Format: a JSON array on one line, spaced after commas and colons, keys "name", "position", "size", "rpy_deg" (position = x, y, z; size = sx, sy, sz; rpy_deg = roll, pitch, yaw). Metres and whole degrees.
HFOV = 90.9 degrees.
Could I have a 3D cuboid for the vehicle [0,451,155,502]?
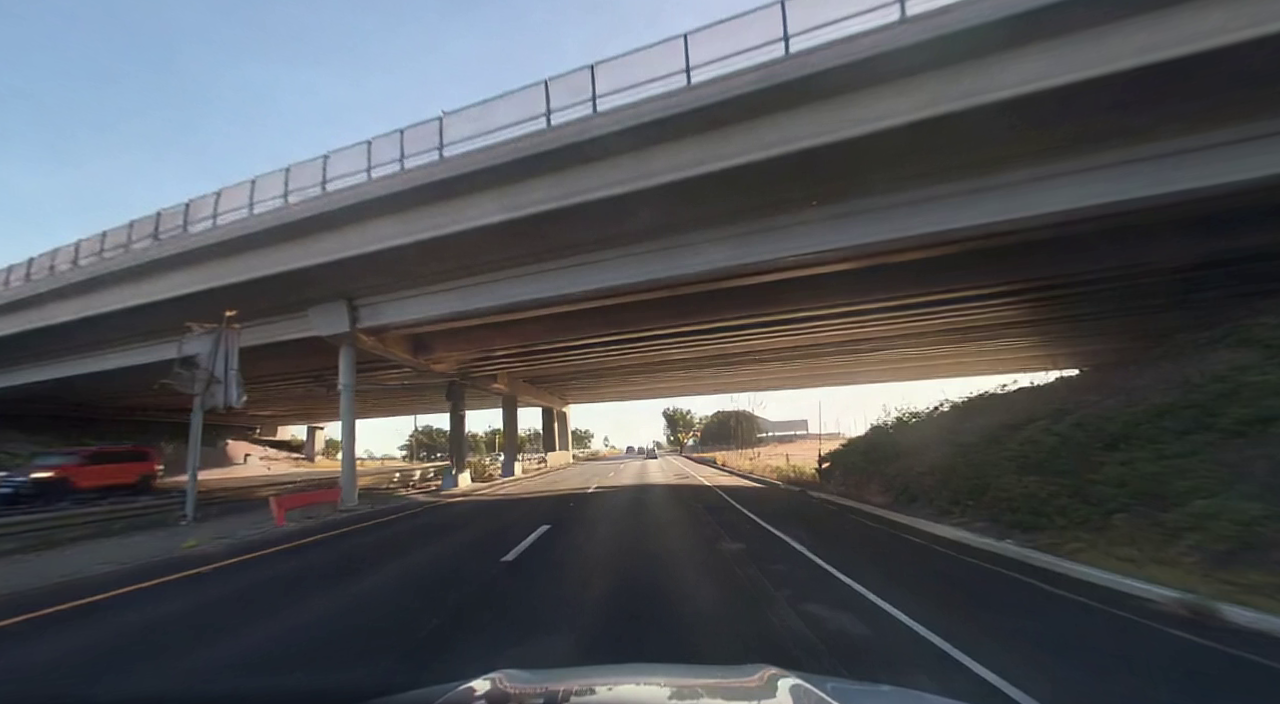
[{"name": "vehicle", "position": [-20.276, 4.387, 22.724], "size": [1.909, 1.592, 4.485], "rpy_deg": [0, -8, 1]}]
